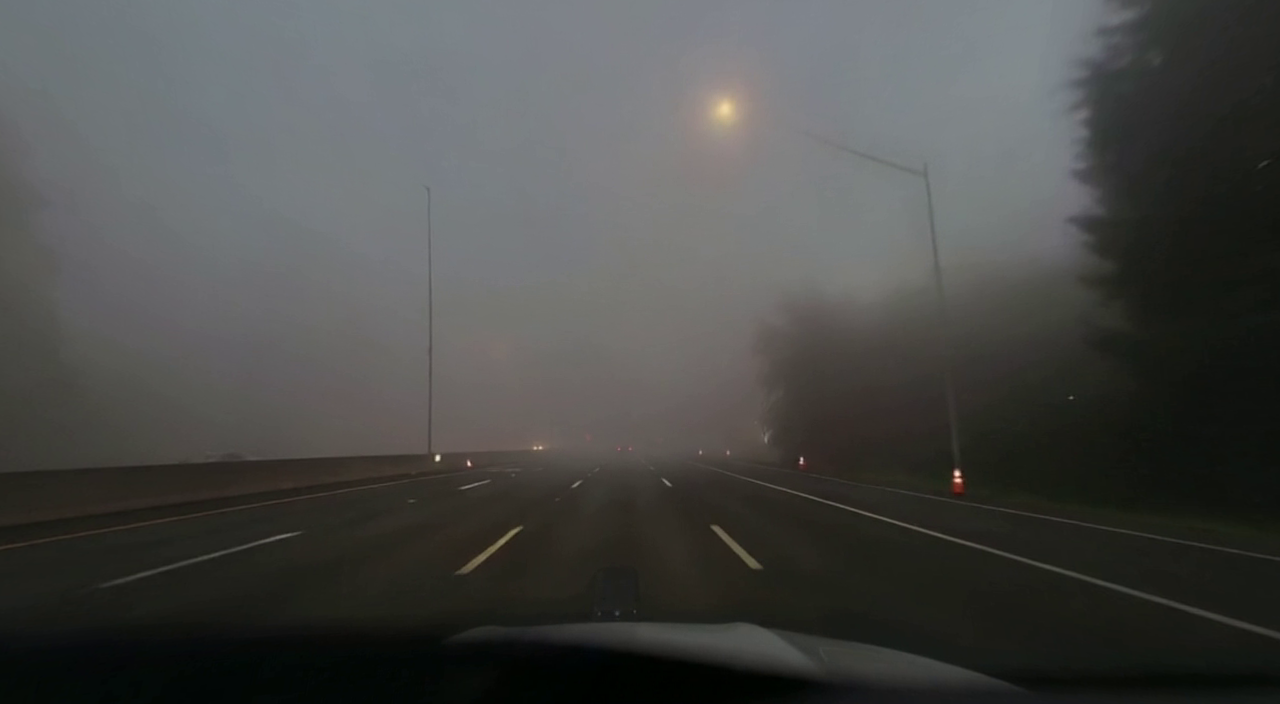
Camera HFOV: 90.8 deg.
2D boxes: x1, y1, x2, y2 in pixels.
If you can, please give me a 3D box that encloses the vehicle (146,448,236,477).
[{"bbox_3d":[-24.208,5.959,34.272,1.769,1.463,4.314,0,-9,-2],"label":"vehicle"}]
